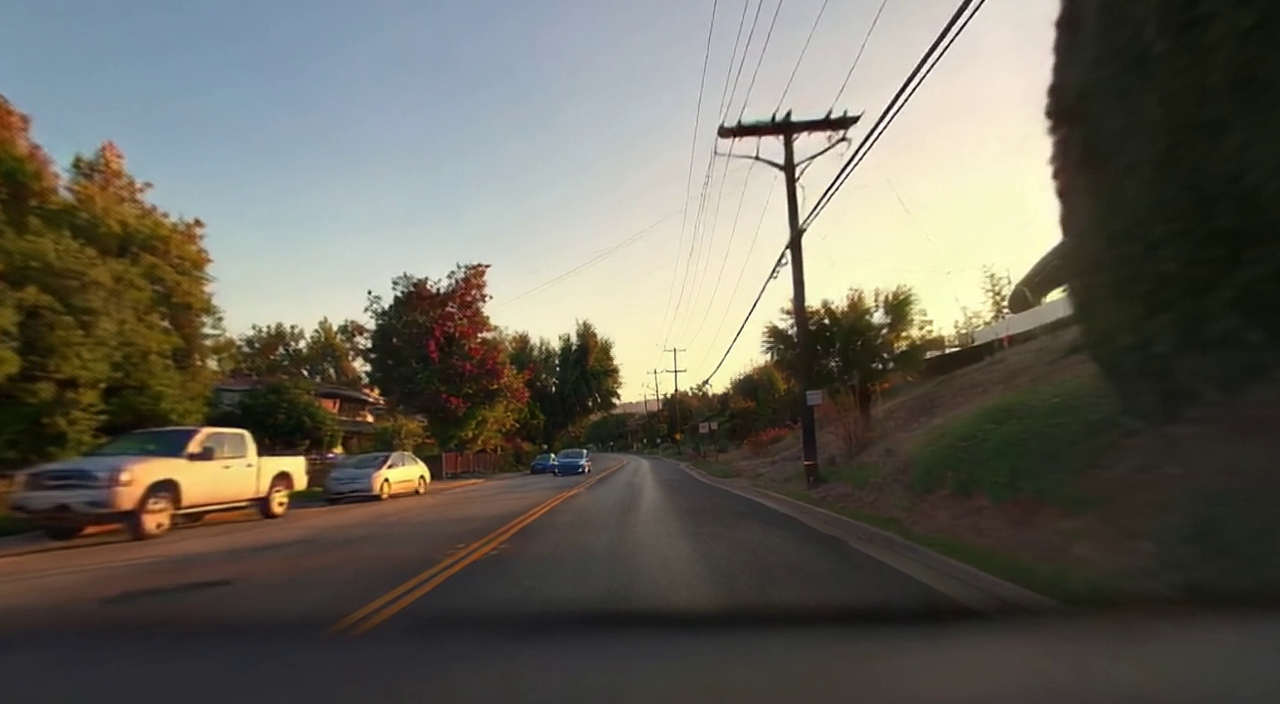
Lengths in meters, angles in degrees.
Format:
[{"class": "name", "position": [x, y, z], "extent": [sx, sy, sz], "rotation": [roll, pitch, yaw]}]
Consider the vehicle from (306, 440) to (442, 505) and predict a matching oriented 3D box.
[{"class": "vehicle", "position": [-7.531, 3.519, 18.446], "extent": [1.940, 1.514, 4.544], "rotation": [-4, -11, 1]}]

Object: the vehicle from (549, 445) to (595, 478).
[{"class": "vehicle", "position": [-3.821, 6.207, 36.178], "extent": [2.109, 1.738, 4.405], "rotation": [0, -8, 0]}]

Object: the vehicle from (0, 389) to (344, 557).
[{"class": "vehicle", "position": [-7.568, 1.978, 10.886], "extent": [2.295, 1.989, 5.055], "rotation": [-7, -9, 2]}]
